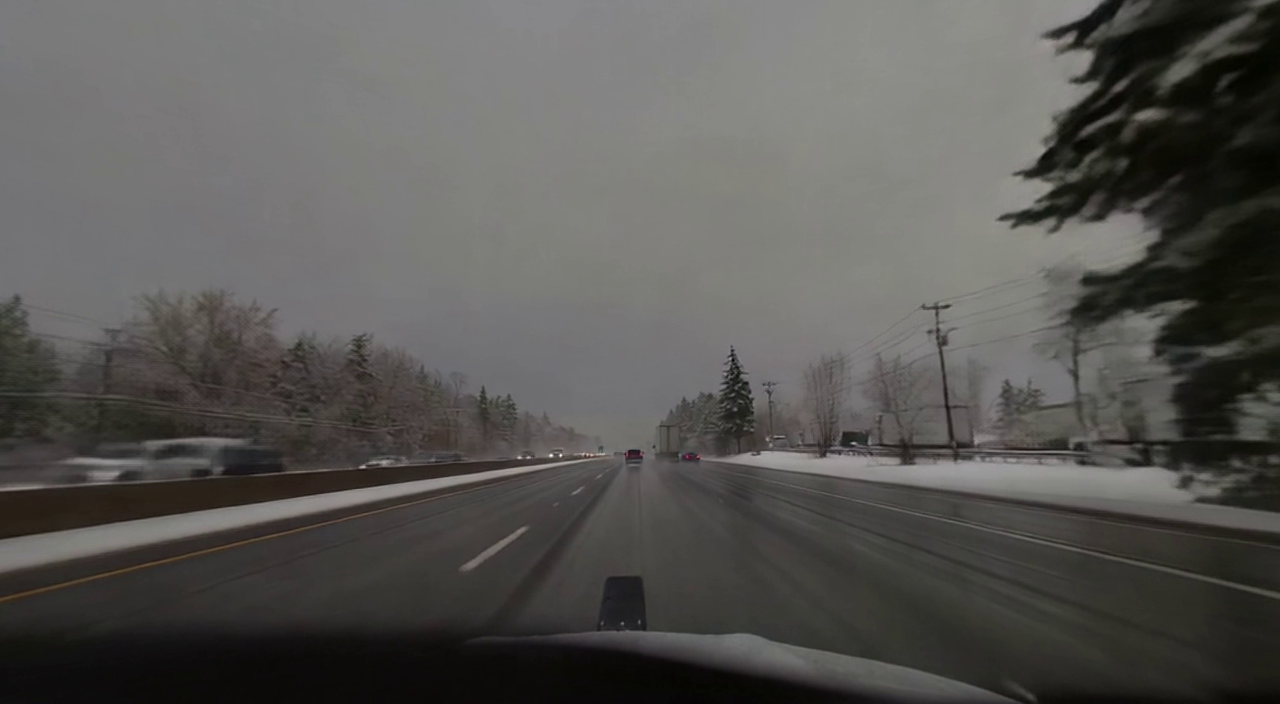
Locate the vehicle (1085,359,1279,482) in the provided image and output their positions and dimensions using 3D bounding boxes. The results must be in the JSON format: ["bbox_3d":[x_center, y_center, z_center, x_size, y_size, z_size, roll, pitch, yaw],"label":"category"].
[{"bbox_3d":[23.616,2.402,22.028,2.915,4.218,17.329,0,-9,-2],"label":"vehicle"}]

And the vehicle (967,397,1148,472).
[{"bbox_3d":[24.153,5.088,37.832,2.849,3.732,12.220,-1,-9,2],"label":"vehicle"}]

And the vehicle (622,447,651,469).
[{"bbox_3d":[-0.273,8.227,49.050,2.111,1.599,3.859,0,-9,0],"label":"vehicle"}]

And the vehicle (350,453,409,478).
[{"bbox_3d":[-16.058,6.991,39.057,1.862,1.473,4.209,0,-9,1],"label":"vehicle"}]

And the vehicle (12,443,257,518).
[{"bbox_3d":[-11.771,2.992,15.256,1.950,1.505,4.757,0,-9,0],"label":"vehicle"}]

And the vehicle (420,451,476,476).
[{"bbox_3d":[-11.898,6.918,39.372,2.010,1.472,4.552,0,-9,1],"label":"vehicle"}]
